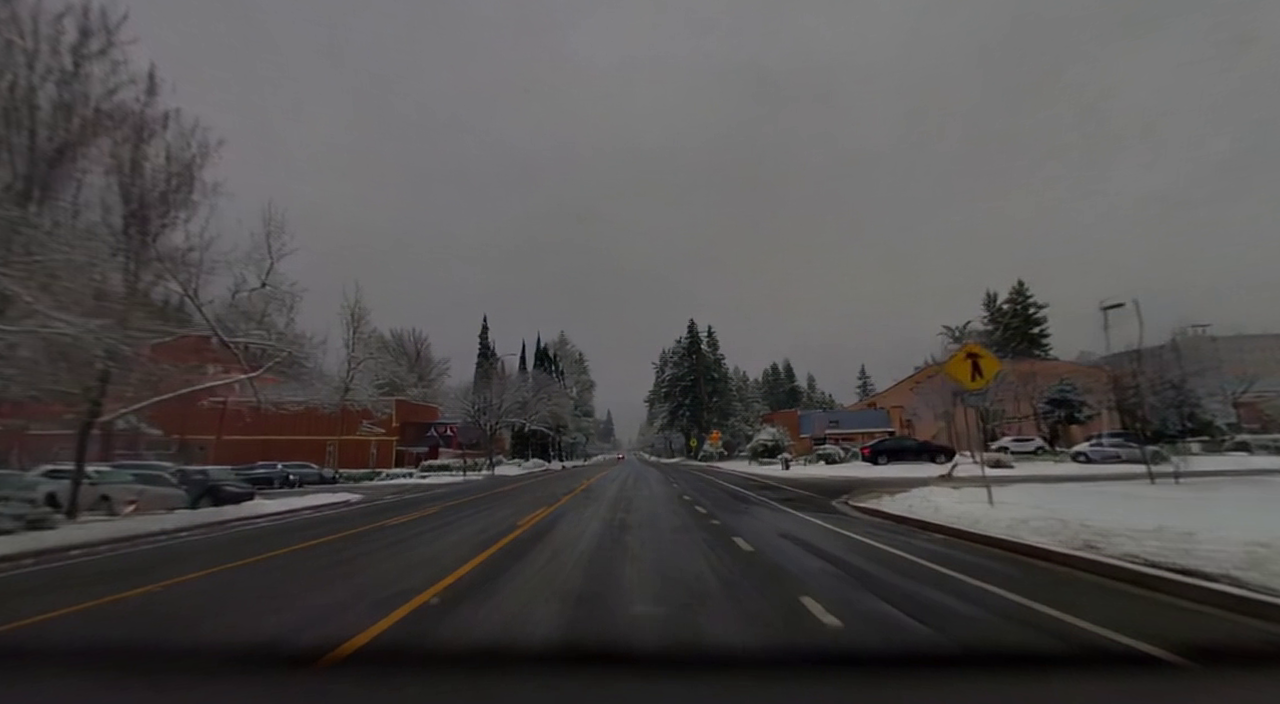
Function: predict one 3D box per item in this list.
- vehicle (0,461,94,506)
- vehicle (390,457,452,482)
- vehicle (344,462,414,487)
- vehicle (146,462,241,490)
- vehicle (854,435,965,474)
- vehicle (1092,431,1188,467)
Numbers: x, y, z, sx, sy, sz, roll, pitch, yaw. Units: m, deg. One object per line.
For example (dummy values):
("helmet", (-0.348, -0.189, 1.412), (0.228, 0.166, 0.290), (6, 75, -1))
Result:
("vehicle", (-26.510, 5.563, 26.854), (4.450, 1.749, 1.925), (3, -9, -18))
("vehicle", (-16.538, 8.844, 47.641), (4.311, 1.746, 1.984), (-5, -10, 30))
("vehicle", (-17.363, 8.072, 41.958), (4.708, 1.472, 1.994), (-6, -11, 35))
("vehicle", (-27.292, 7.579, 38.786), (4.272, 1.613, 1.855), (2, -9, -14))
("vehicle", (12.760, 4.865, 30.014), (4.632, 1.701, 1.975), (-4, -10, 26))
("vehicle", (23.153, 4.479, 29.223), (4.694, 1.496, 1.845), (5, -10, -31))
